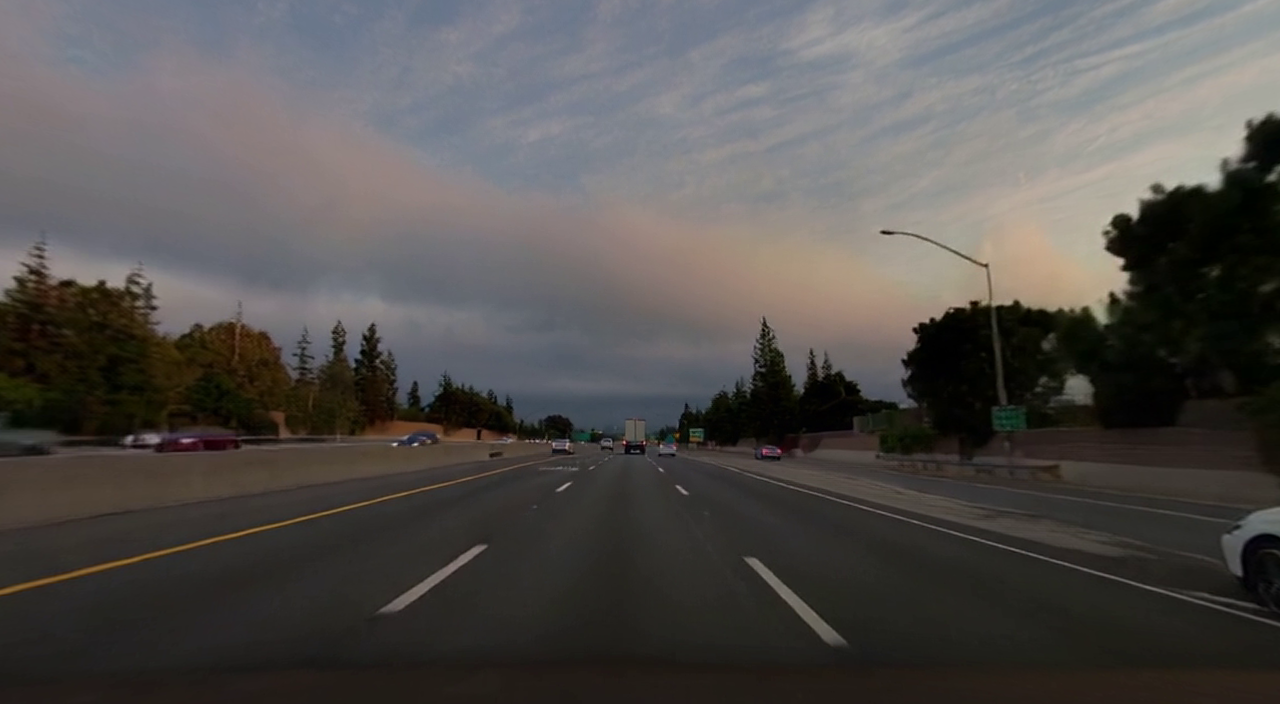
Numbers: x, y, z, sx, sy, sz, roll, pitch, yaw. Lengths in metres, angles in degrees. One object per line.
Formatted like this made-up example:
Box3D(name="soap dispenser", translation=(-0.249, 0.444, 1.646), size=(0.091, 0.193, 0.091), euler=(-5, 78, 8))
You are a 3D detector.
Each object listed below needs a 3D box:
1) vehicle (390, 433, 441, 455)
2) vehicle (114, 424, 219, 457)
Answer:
Box3D(name="vehicle", translation=(-15.977, 6.556, 45.246), size=(1.982, 1.473, 4.656), euler=(1, -8, 0))
Box3D(name="vehicle", translation=(-22.892, 4.298, 30.804), size=(1.811, 1.489, 4.295), euler=(1, -8, -1))
